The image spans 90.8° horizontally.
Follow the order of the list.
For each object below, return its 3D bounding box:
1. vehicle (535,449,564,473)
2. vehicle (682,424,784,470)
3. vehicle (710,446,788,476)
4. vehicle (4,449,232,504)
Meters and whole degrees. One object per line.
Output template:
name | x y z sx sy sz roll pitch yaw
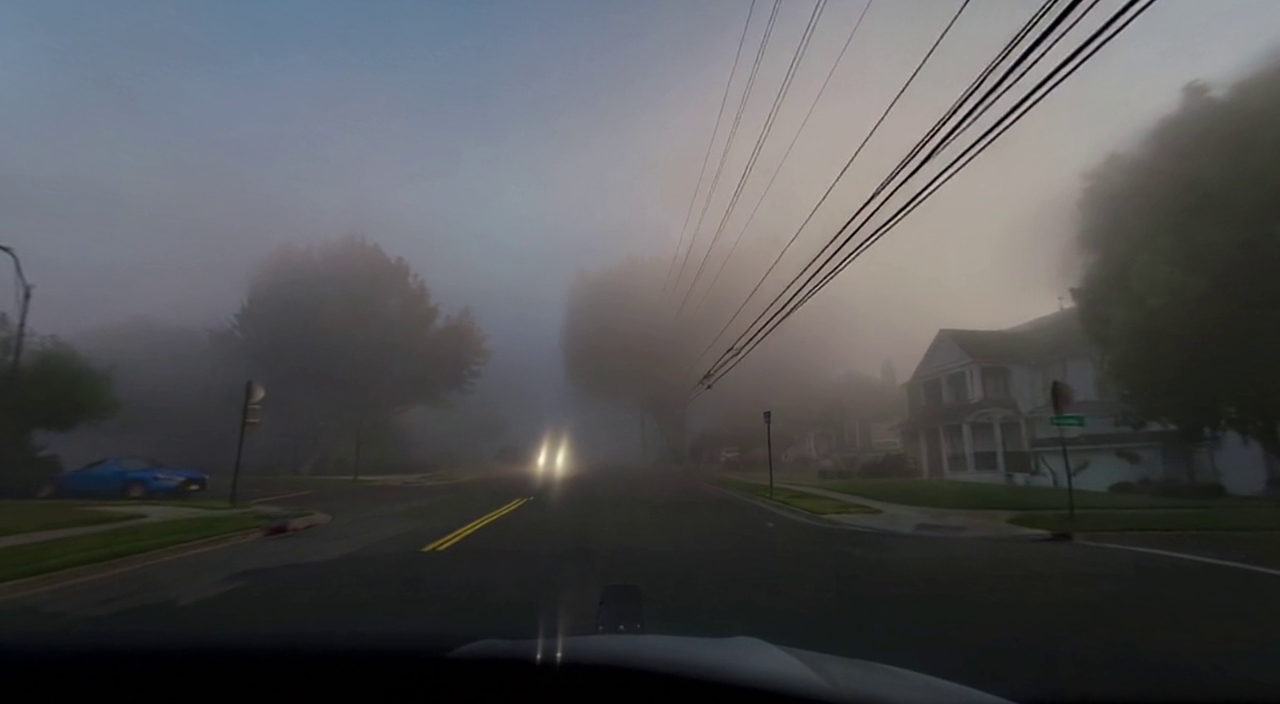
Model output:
vehicle | -6.349 7.658 44.601 1.892 1.501 4.335 1 -8 -6
vehicle | 7.061 7.313 48.352 7.115 3.010 2.378 -2 -11 -6
vehicle | 6.722 6.771 39.410 4.412 1.565 1.957 -3 -9 -2
vehicle | -14.943 3.570 18.330 4.751 1.459 1.996 0 -8 -1
